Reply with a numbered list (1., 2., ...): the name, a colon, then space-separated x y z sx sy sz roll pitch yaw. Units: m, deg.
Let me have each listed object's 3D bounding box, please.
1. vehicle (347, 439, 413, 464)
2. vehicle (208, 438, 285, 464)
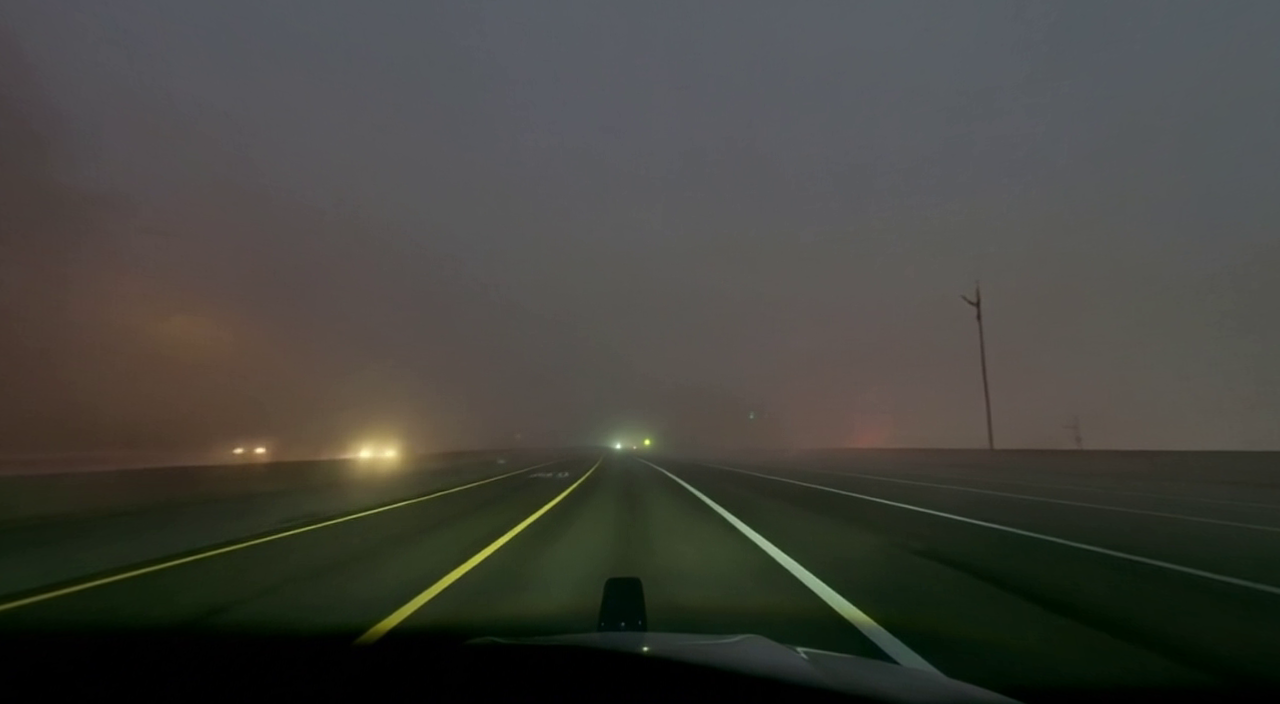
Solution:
1. vehicle: -16.566 6.357 40.440 2.132 1.496 5.069 0 -8 -1
2. vehicle: -25.541 6.439 41.165 2.064 1.592 4.701 0 -8 -1
